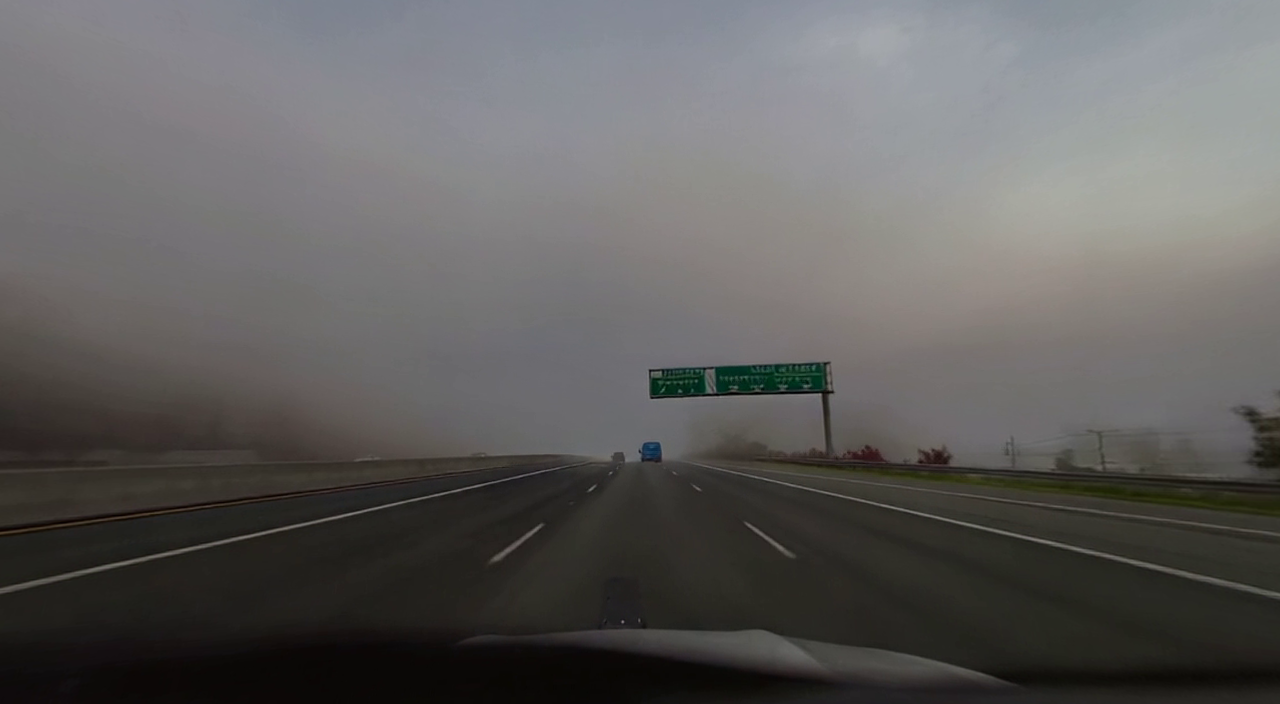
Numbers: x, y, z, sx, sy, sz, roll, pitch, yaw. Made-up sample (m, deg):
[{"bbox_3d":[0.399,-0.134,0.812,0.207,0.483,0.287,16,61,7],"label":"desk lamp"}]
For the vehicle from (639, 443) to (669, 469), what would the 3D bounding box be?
[{"bbox_3d":[1.073,8.117,49.513,2.219,1.927,4.409,0,-9,0],"label":"vehicle"}]
